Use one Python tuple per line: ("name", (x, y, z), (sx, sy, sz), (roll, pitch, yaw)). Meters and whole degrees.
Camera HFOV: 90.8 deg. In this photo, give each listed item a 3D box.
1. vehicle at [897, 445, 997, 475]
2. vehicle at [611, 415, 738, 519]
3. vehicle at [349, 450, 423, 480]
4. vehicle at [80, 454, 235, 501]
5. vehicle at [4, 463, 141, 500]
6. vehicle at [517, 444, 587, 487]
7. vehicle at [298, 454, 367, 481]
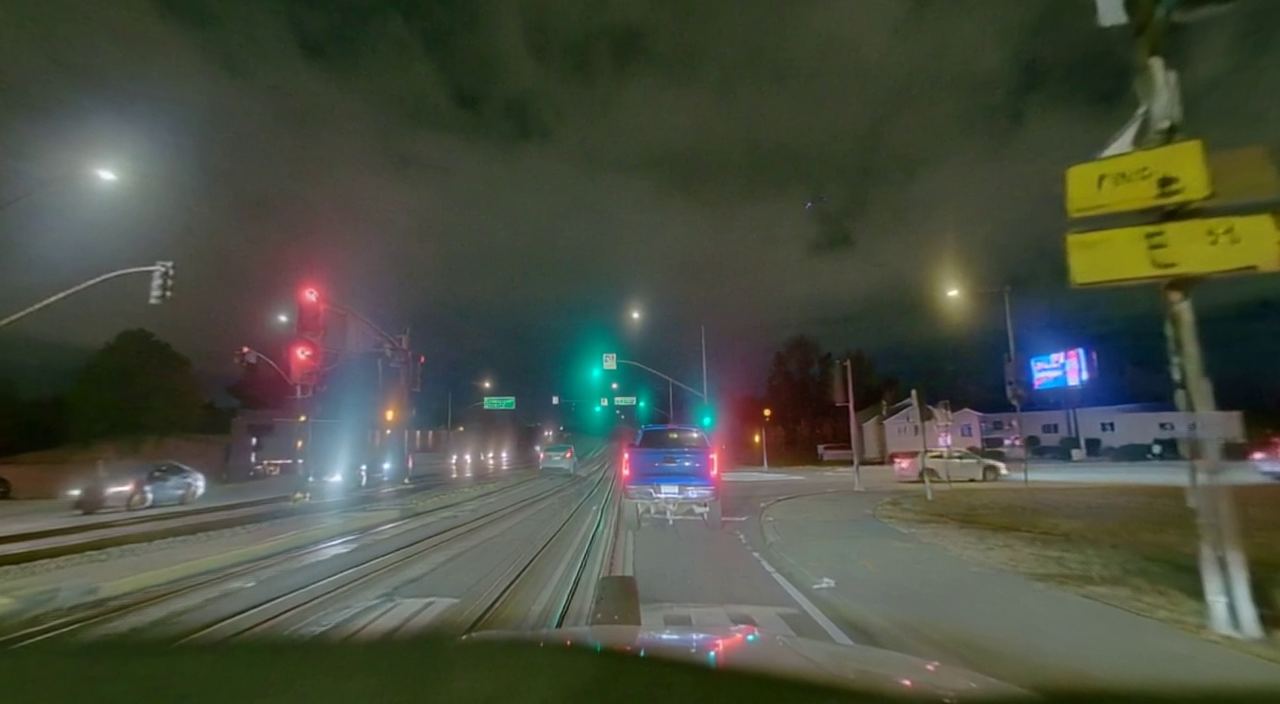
("vehicle", (16.341, 5.724, 33.689), (4.412, 1.494, 2.136), (3, -9, -15))
("vehicle", (0.929, 2.579, 14.617), (2.404, 1.926, 5.251), (-1, -9, 6))
("vehicle", (-13.271, 5.922, 33.402), (2.027, 1.482, 4.711), (0, -9, -1))
("vehicle", (-16.986, 4.397, 22.615), (1.964, 1.465, 4.638), (0, -9, -1))
("vehicle", (-25.002, 5.678, 27.882), (4.688, 1.448, 2.028), (-2, -9, 13))
("vehicle", (-3.234, 4.286, 24.227), (2.004, 1.482, 4.799), (0, -9, 0))
("vehicle", (-17.203, 6.460, 35.581), (1.880, 1.377, 4.201), (0, -9, -1))
